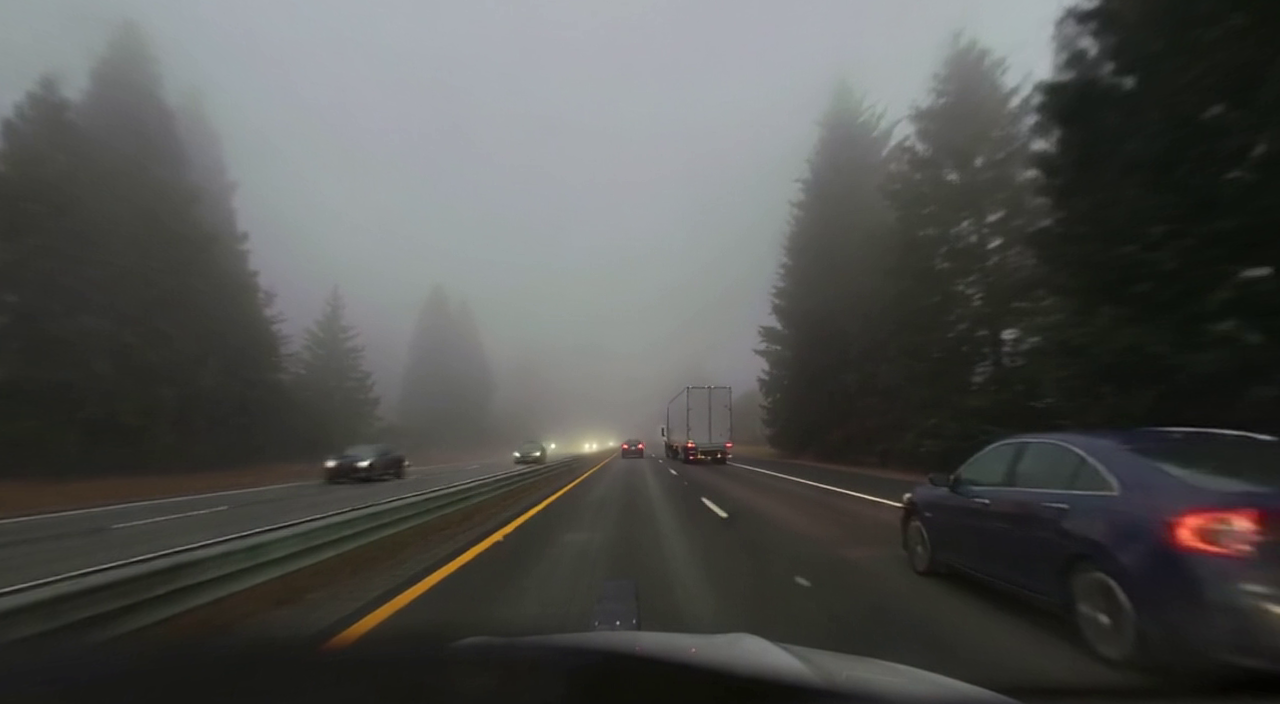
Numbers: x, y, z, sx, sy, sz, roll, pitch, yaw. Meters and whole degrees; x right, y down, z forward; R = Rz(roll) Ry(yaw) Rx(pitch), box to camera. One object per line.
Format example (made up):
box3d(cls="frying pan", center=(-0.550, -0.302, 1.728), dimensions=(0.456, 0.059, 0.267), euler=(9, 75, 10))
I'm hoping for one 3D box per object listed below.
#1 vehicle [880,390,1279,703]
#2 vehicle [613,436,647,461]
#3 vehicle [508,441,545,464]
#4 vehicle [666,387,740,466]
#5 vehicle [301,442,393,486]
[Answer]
box3d(cls="vehicle", center=(3.752, 1.211, 4.792), dimensions=(2.072, 1.534, 4.300), euler=(0, -8, -1))
box3d(cls="vehicle", center=(-0.695, 6.627, 43.622), dimensions=(2.192, 1.623, 4.887), euler=(0, -8, -1))
box3d(cls="vehicle", center=(-8.190, 7.240, 45.649), dimensions=(1.862, 1.525, 4.059), euler=(0, -8, 0))
box3d(cls="vehicle", center=(3.510, 4.743, 39.070), dimensions=(2.919, 4.004, 13.911), euler=(0, -8, -1))
box3d(cls="vehicle", center=(-12.165, 4.628, 26.444), dimensions=(1.900, 1.638, 4.089), euler=(0, -8, 0))
